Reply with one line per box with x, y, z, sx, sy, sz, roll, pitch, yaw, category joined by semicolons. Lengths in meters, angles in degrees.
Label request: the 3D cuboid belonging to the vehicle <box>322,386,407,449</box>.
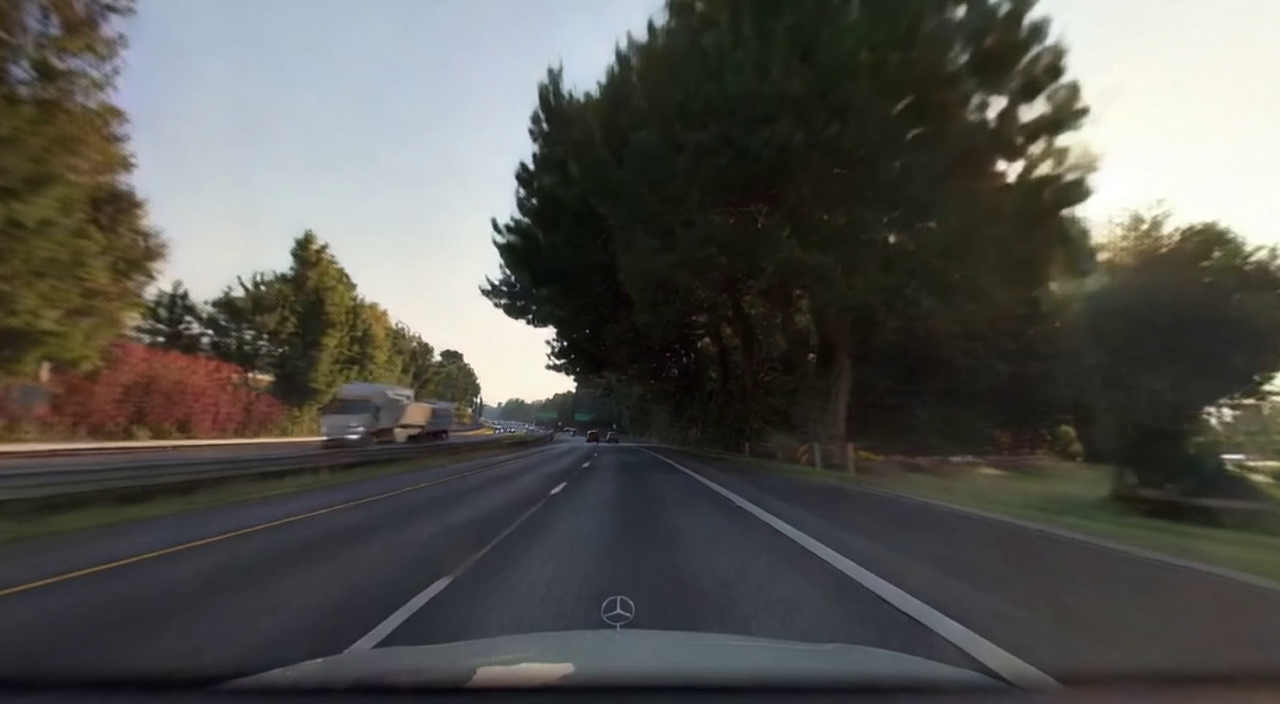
-17.979;4.385;41.602;2.989;3.819;5.967;0;-8;-2;vehicle
